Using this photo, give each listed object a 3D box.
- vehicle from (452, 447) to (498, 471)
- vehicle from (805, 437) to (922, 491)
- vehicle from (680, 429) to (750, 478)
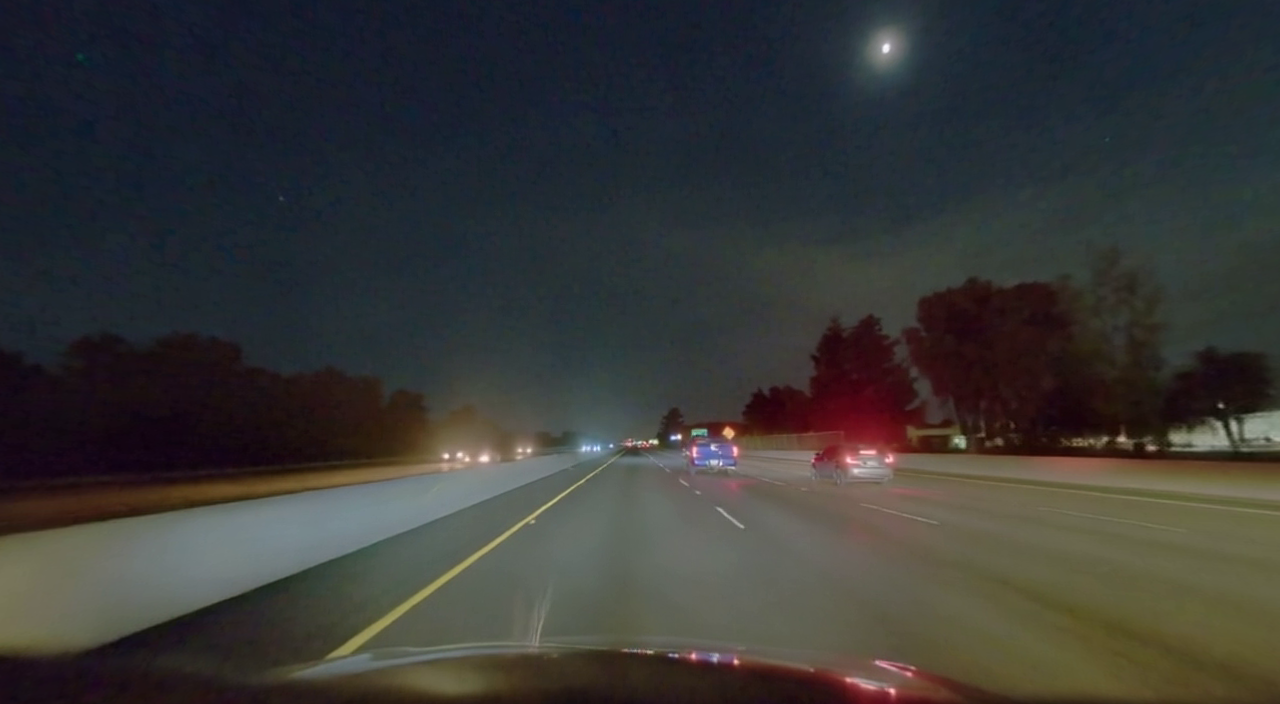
[{"bbox_3d":[-11.183,7.264,43.178,2.147,1.545,4.454,1,-8,-2],"label":"vehicle"},{"bbox_3d":[6.716,3.400,19.526,2.009,1.456,4.097,0,-8,-1],"label":"vehicle"},{"bbox_3d":[2.959,4.193,26.212,2.258,1.824,4.908,0,-8,-1],"label":"vehicle"}]
